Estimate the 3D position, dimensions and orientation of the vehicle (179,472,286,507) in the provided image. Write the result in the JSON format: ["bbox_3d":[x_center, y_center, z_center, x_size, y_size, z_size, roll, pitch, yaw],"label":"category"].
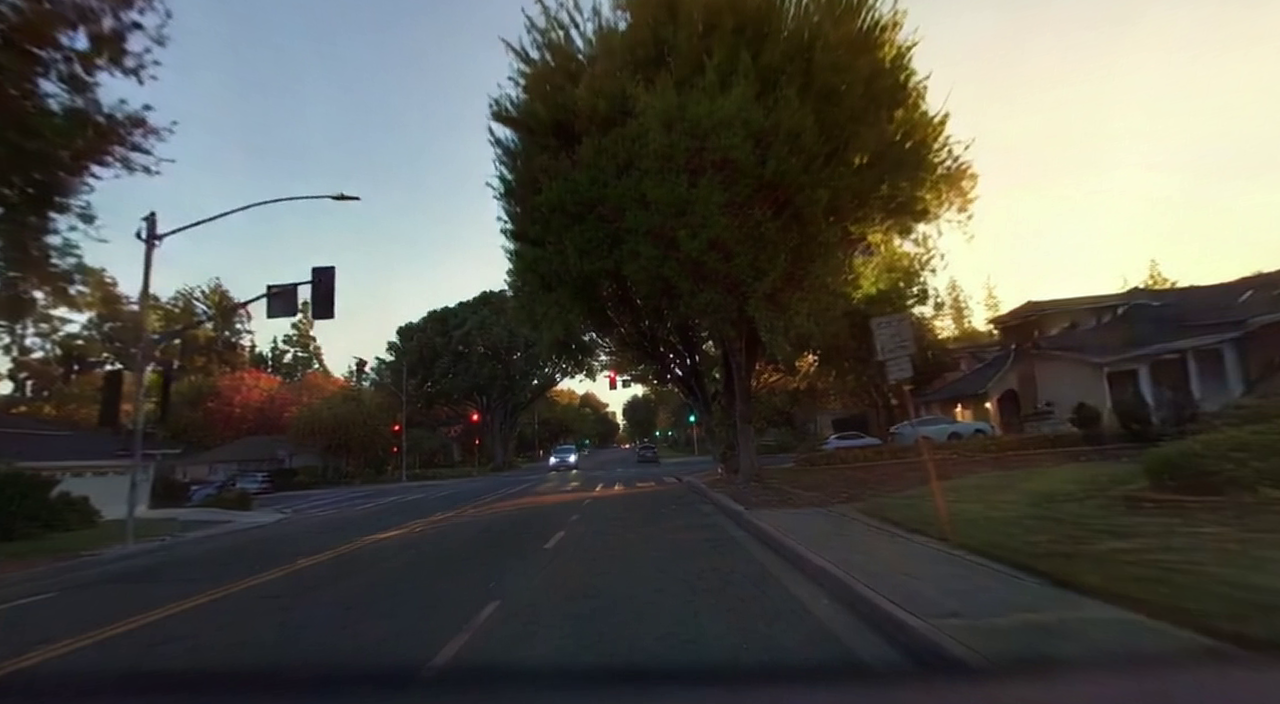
[{"bbox_3d":[-24.442,8.247,37.773,4.933,1.792,2.133,0,-9,4],"label":"vehicle"}]

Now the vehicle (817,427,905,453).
[{"bbox_3d":[13.352,5.370,38.153,4.580,1.534,1.919,0,-8,-1],"label":"vehicle"}]

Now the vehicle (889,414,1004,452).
[{"bbox_3d":[14.268,3.821,29.414,4.319,1.700,2.034,0,-8,-1],"label":"vehicle"}]

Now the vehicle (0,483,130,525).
[{"bbox_3d":[-26.779,7.033,29.154,4.177,1.640,2.119,1,-9,-2],"label":"vehicle"}]
